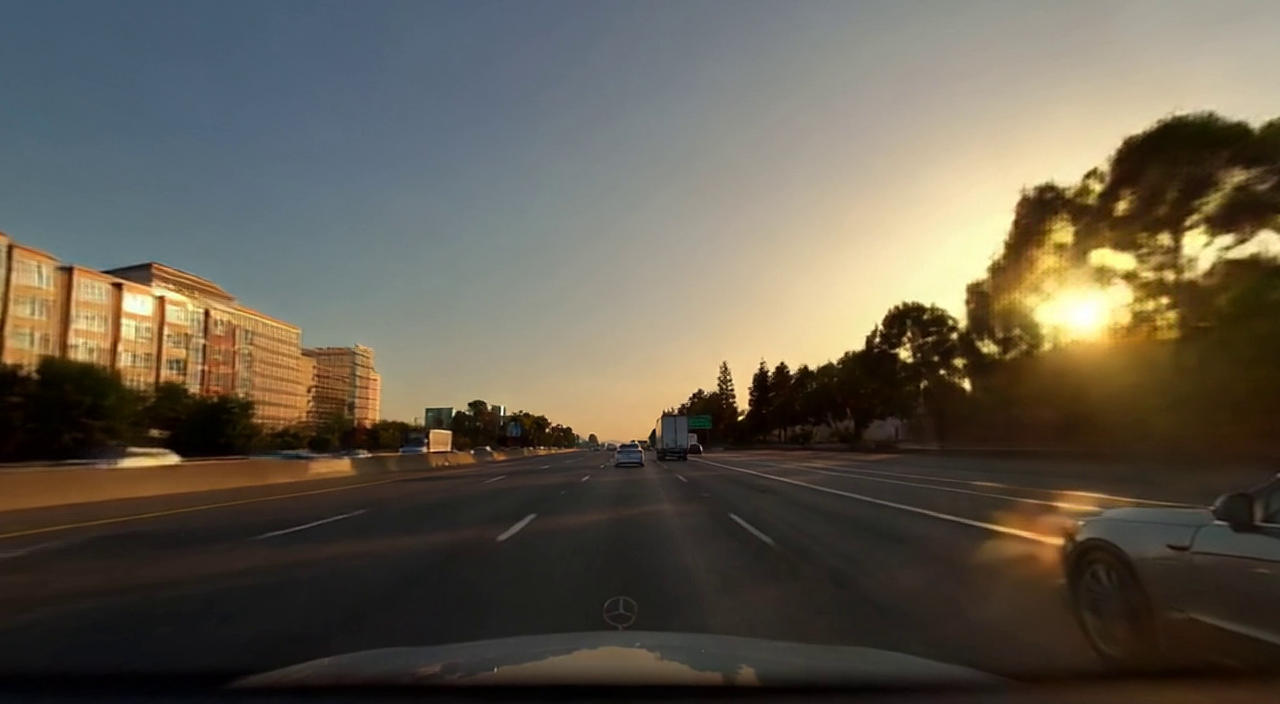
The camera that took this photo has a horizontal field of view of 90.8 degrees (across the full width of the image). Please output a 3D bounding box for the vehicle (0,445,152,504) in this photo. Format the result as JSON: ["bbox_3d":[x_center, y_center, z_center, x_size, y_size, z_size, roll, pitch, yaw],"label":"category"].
[{"bbox_3d":[-18.450,3.764,20.028,2.031,1.618,4.888,0,-8,0],"label":"vehicle"}]

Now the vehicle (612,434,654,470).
[{"bbox_3d":[-0.417,5.758,36.578,2.297,1.912,4.355,0,-8,-1],"label":"vehicle"}]

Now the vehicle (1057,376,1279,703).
[{"bbox_3d":[3.528,0.764,1.597,1.950,1.596,4.326,0,-8,0],"label":"vehicle"}]
